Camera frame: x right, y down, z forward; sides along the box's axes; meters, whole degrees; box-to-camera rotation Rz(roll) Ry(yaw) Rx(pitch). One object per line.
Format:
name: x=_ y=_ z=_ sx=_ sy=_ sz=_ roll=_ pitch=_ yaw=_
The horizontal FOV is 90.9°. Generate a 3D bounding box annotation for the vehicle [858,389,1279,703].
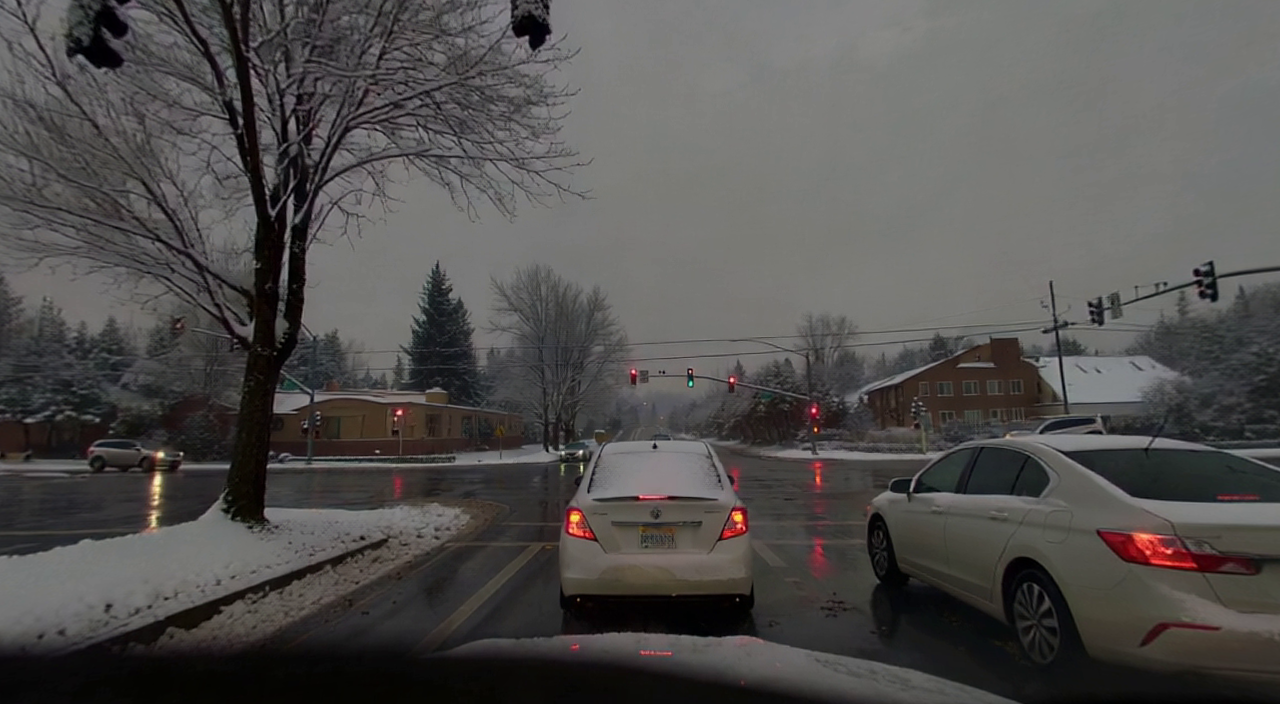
vehicle: x=3.180 y=1.124 z=3.896 sx=1.931 sy=1.493 sz=4.555 roll=0 pitch=-8 yaw=-1

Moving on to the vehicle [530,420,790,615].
vehicle: x=0.112 y=1.564 z=6.877 sx=2.017 sy=1.485 sz=3.813 roll=0 pitch=-8 yaw=-1

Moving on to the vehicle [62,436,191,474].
vehicle: x=-24.314 y=4.885 z=29.987 sx=4.450 sy=1.684 sz=1.894 roll=0 pitch=-8 yaw=0
